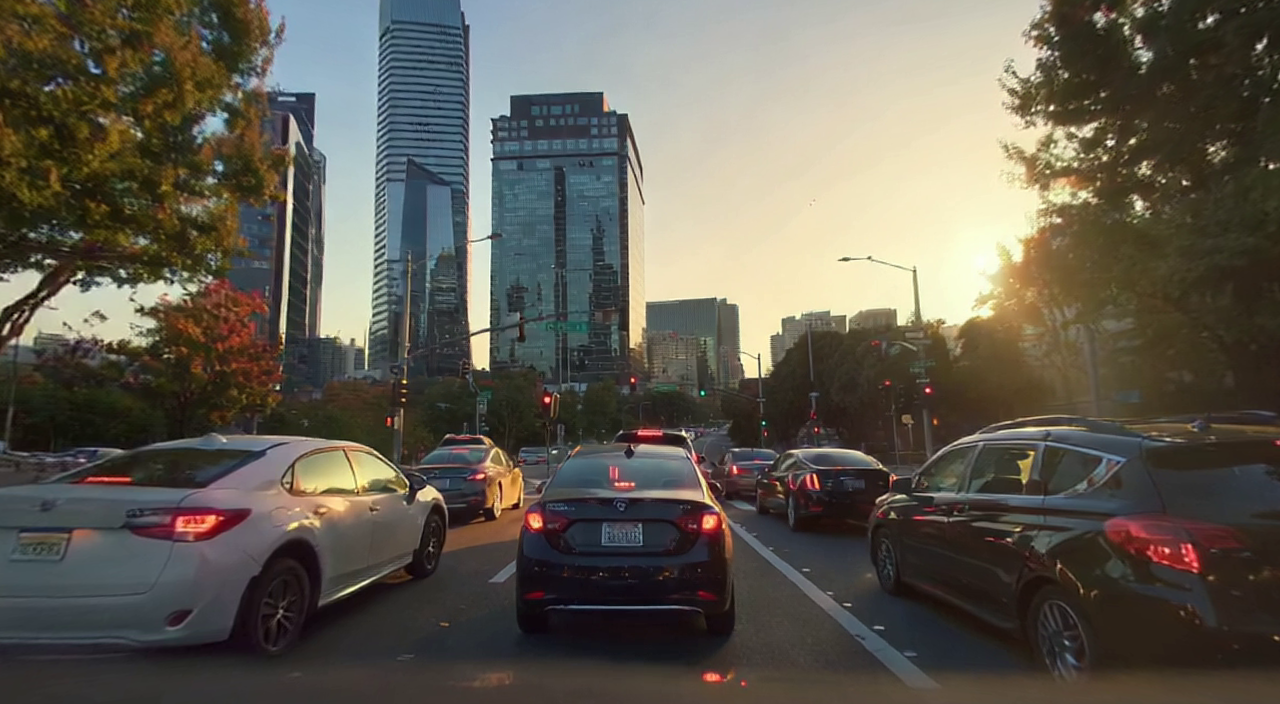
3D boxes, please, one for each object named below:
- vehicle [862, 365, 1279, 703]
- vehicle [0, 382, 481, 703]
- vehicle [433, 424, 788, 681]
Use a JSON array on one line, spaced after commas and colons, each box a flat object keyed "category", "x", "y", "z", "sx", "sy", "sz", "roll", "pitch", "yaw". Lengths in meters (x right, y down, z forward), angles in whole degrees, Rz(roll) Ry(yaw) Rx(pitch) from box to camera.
[{"category": "vehicle", "x": 3.340, "y": 1.155, "z": 4.174, "sx": 2.179, "sy": 1.631, "sz": 4.173, "roll": 0, "pitch": -8, "yaw": 0}, {"category": "vehicle", "x": -3.122, "y": 1.351, "z": 5.574, "sx": 2.181, "sy": 1.723, "sz": 4.550, "roll": 0, "pitch": -8, "yaw": 1}, {"category": "vehicle", "x": -0.162, "y": 1.436, "z": 5.578, "sx": 2.031, "sy": 1.461, "sz": 3.763, "roll": 0, "pitch": -8, "yaw": 0}]
